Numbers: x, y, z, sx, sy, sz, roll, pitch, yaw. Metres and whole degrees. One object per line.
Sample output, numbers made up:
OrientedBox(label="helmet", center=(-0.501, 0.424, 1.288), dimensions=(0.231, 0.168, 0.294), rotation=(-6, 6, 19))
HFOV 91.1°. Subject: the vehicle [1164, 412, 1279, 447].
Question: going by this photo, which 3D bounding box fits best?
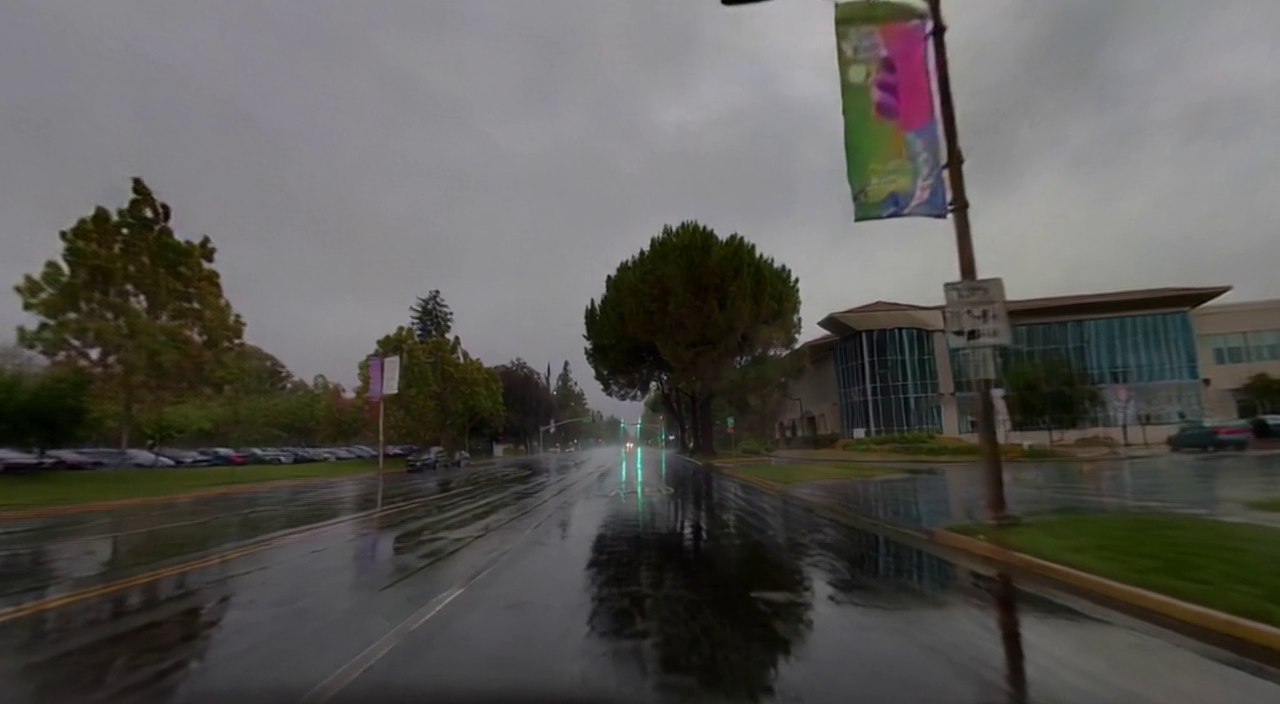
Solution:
OrientedBox(label="vehicle", center=(28.081, 3.788, 30.277), dimensions=(1.895, 1.503, 4.234), rotation=(0, -9, 0))
